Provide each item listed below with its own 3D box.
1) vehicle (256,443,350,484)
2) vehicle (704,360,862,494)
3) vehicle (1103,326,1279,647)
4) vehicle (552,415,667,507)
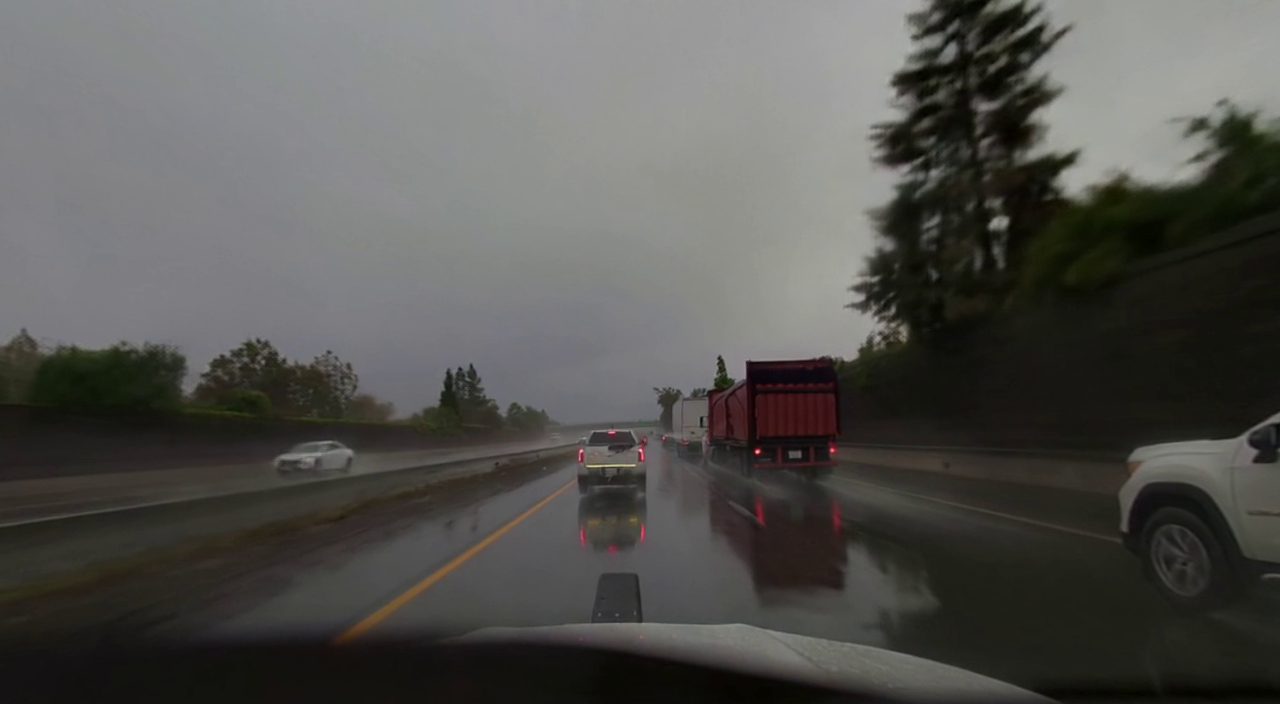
[{"bbox_3d":[-13.513,4.453,25.530,1.787,1.453,3.660,0,-8,0],"label":"vehicle"},{"bbox_3d":[3.653,2.238,18.571,2.723,3.027,8.478,0,-7,0],"label":"vehicle"},{"bbox_3d":[4.830,0.722,3.157,2.011,1.905,3.905,0,-7,1],"label":"vehicle"},{"bbox_3d":[-0.571,2.250,13.530,2.082,1.638,4.055,0,-8,-1],"label":"vehicle"}]
